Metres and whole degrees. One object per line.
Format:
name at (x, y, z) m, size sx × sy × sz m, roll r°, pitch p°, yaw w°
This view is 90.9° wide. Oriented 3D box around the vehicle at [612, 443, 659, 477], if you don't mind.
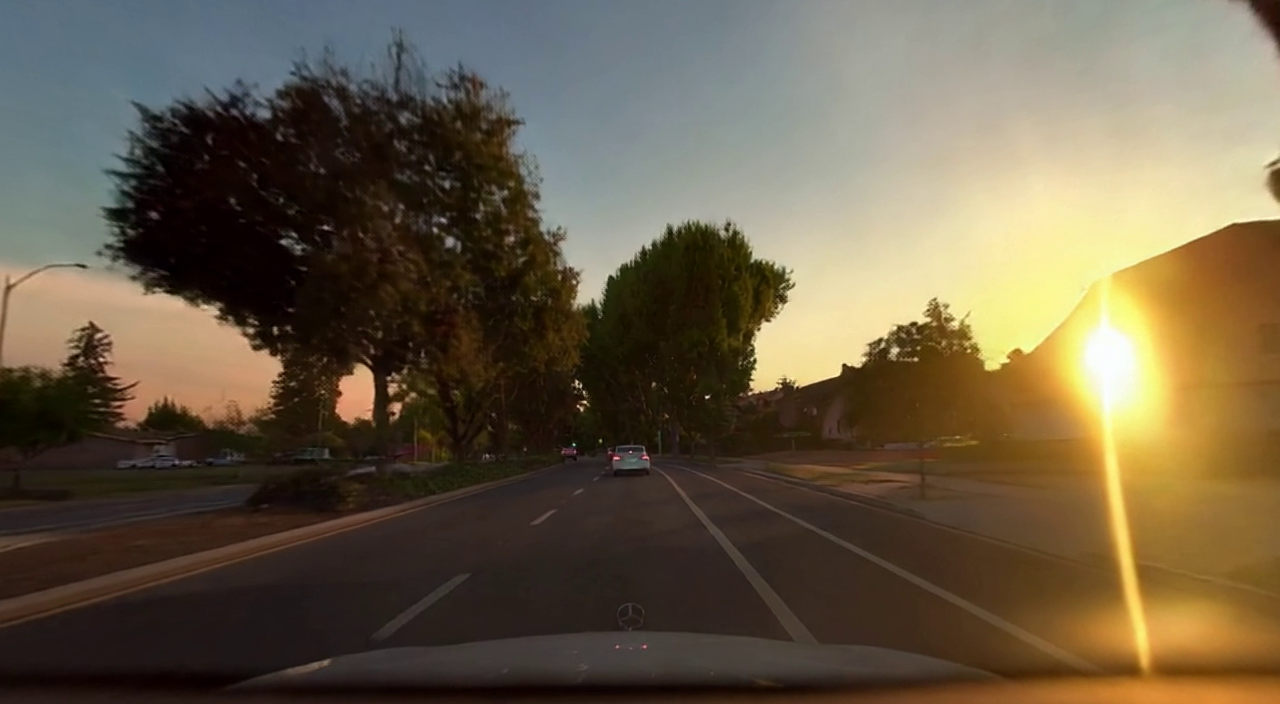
vehicle at (-0.228, 4.904, 28.945) m, size 2.009 × 1.456 × 4.003 m, roll 0°, pitch -8°, yaw -1°
